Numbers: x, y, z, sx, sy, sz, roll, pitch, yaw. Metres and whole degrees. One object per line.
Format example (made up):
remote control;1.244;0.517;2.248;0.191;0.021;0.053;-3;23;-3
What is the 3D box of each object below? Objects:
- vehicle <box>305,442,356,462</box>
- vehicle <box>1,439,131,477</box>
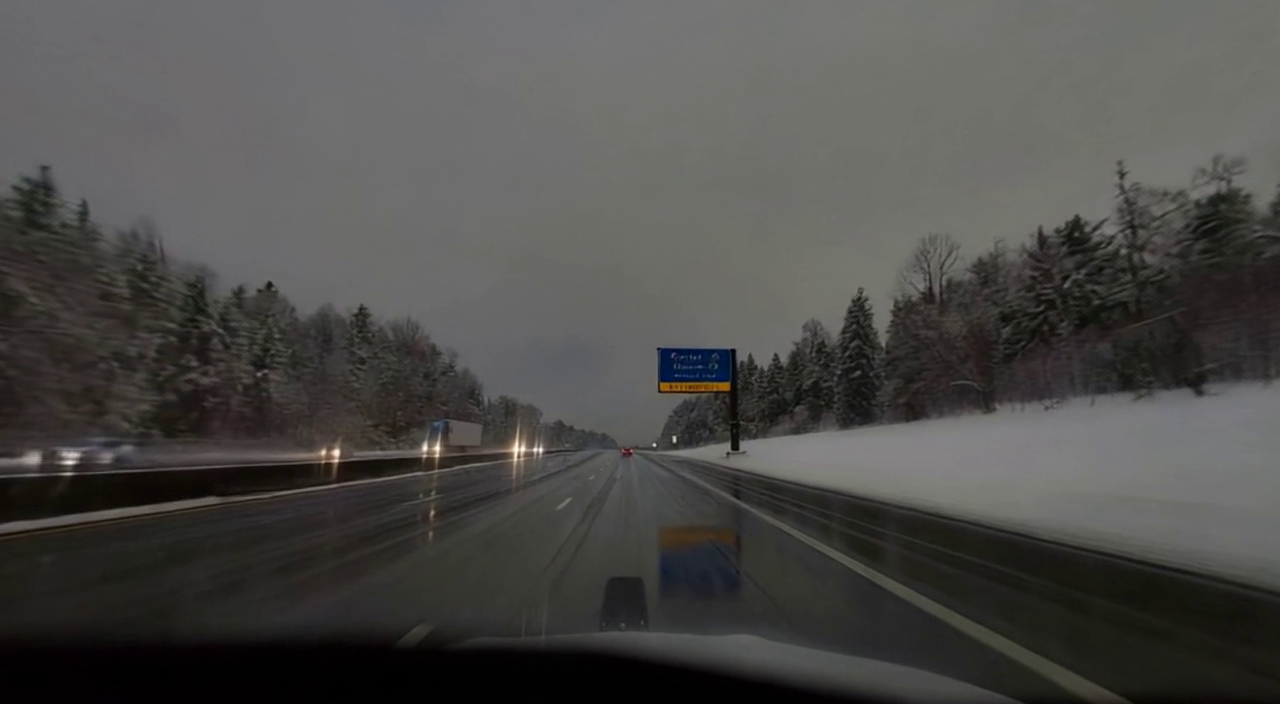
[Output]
vehicle;-24.488;7.911;49.827;1.808;1.515;4.455;0;-8;-1
vehicle;-24.095;4.449;26.560;1.763;1.487;3.926;0;-8;0
